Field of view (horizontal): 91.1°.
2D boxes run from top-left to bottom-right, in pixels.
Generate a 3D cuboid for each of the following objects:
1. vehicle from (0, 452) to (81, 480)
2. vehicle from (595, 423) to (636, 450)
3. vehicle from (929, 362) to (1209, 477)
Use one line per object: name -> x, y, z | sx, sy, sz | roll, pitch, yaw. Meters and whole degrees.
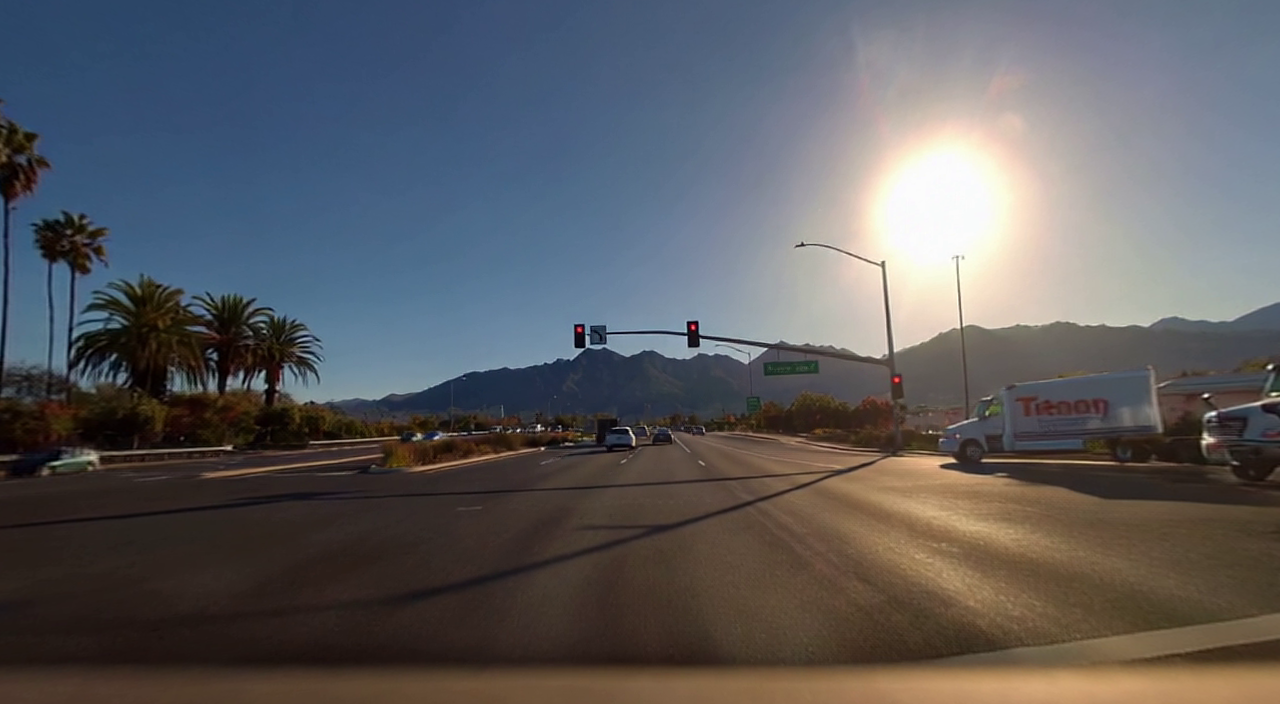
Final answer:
vehicle -> -37.346, 6.883, 38.062 | 1.827, 1.543, 4.741 | -2, -9, 16
vehicle -> -1.555, 5.752, 42.466 | 2.287, 1.712, 4.537 | -1, -8, 4
vehicle -> 14.055, 2.403, 21.512 | 7.088, 3.414, 3.237 | -3, -9, 19
